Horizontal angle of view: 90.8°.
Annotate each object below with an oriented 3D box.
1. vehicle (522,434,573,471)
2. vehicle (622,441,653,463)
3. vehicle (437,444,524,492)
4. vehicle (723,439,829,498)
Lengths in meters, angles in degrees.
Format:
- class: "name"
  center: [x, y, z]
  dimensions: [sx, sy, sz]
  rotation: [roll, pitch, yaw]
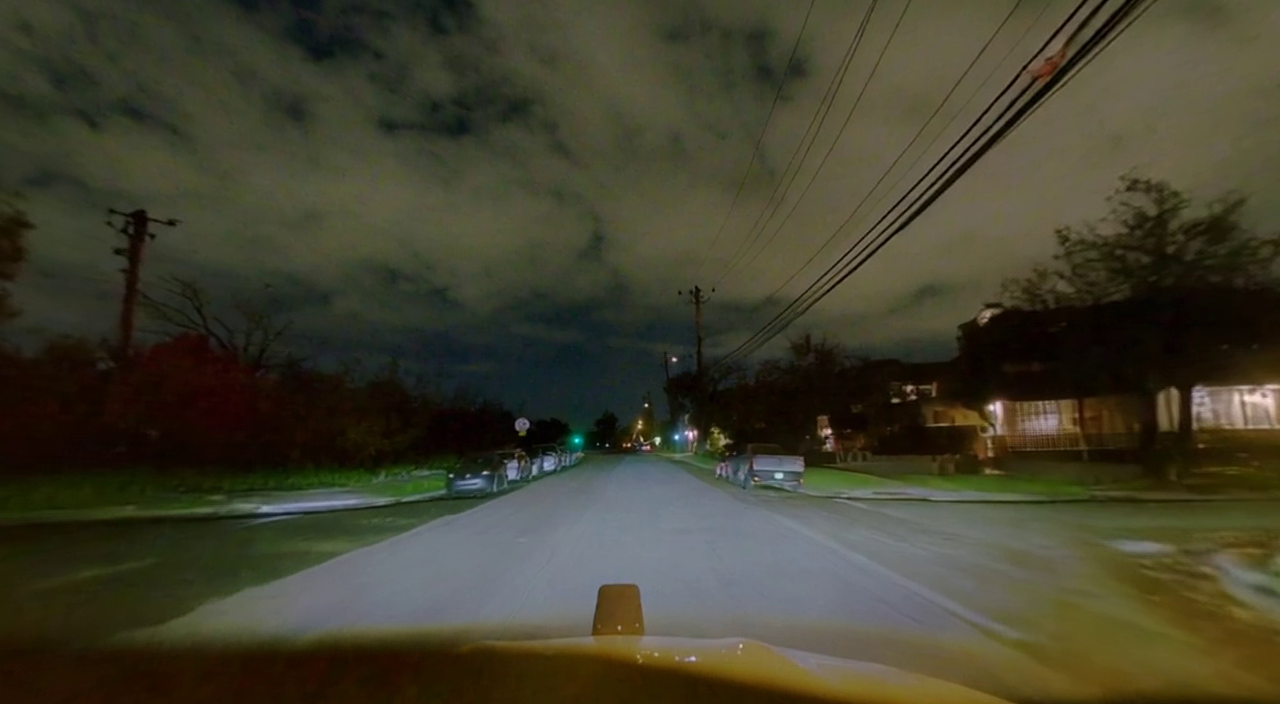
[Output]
- class: "vehicle"
  center: [-6.011, 6.530, 41.627]
  dimensions: [2.284, 2.119, 5.984]
  rotation: [-3, -7, 1]
- class: "vehicle"
  center: [-0.230, 7.131, 45.166]
  dimensions: [2.062, 1.509, 4.305]
  rotation: [0, -8, -1]
- class: "vehicle"
  center: [-6.136, 4.486, 25.050]
  dimensions: [2.094, 1.433, 5.740]
  rotation: [-4, -7, -2]
- class: "vehicle"
  center: [4.008, 3.513, 19.646]
  dimensions: [2.144, 1.572, 5.026]
  rotation: [0, -8, 0]
